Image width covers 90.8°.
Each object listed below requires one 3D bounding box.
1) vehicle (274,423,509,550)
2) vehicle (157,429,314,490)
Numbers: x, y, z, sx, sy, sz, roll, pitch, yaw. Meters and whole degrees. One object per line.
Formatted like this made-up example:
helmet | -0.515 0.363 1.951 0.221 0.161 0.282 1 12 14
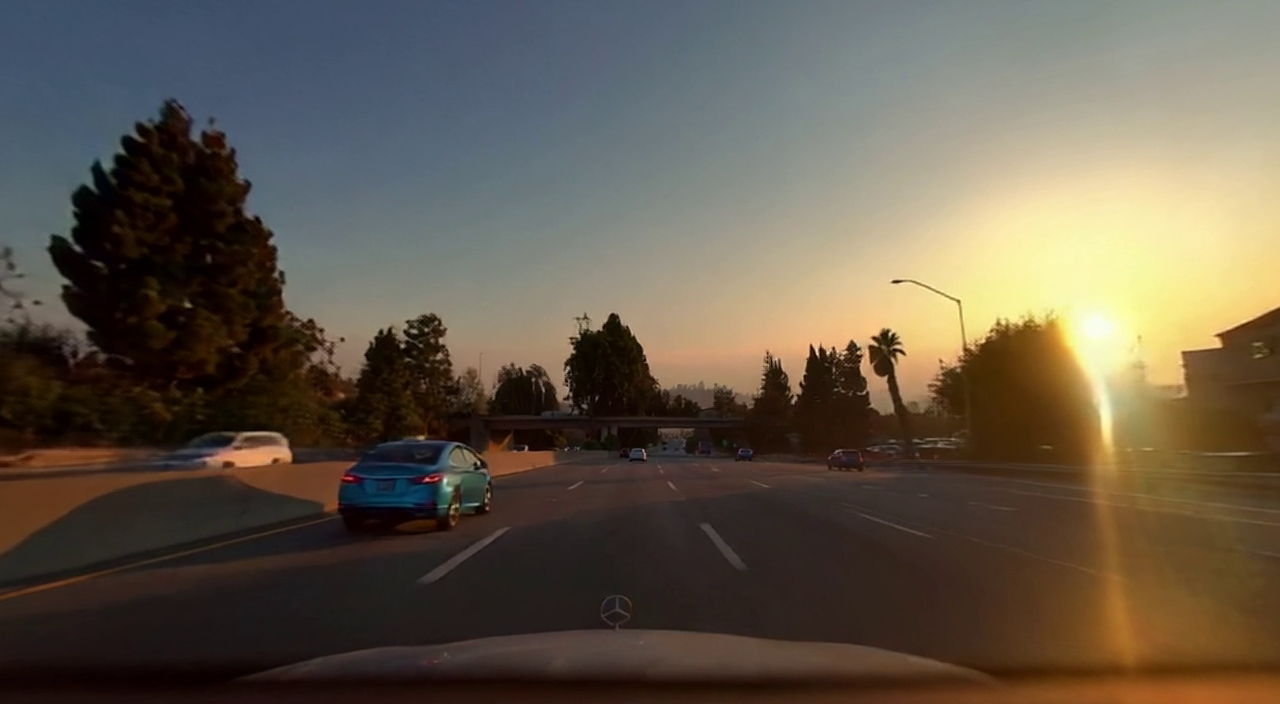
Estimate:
vehicle | -3.679 2.070 10.480 1.996 1.617 4.637 0 -8 0
vehicle | -13.647 3.665 21.805 2.244 1.862 4.774 0 -8 0
